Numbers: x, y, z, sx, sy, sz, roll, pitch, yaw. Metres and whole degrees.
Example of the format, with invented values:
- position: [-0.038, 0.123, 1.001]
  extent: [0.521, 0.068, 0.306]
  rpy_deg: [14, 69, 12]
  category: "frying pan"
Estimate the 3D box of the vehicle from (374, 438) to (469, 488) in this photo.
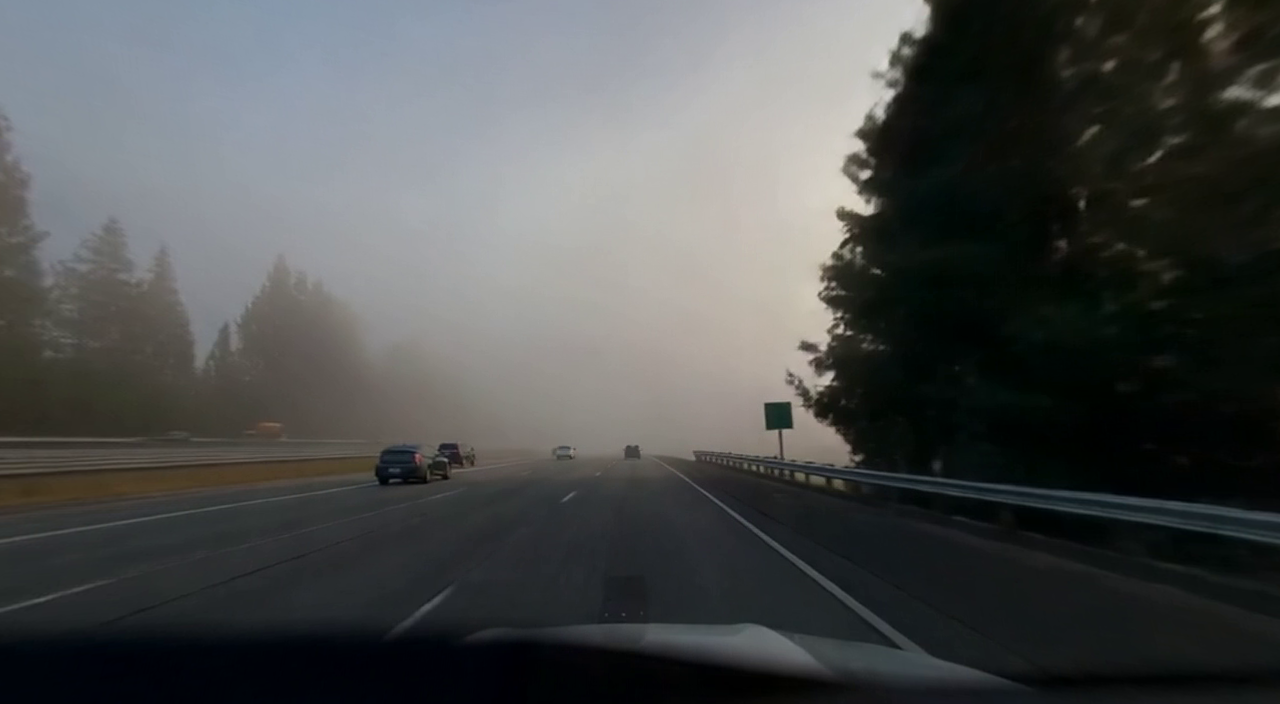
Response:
- position: [-7.567, 3.853, 22.264]
  extent: [1.972, 1.603, 3.891]
  rpy_deg: [0, -8, 0]
  category: "vehicle"
